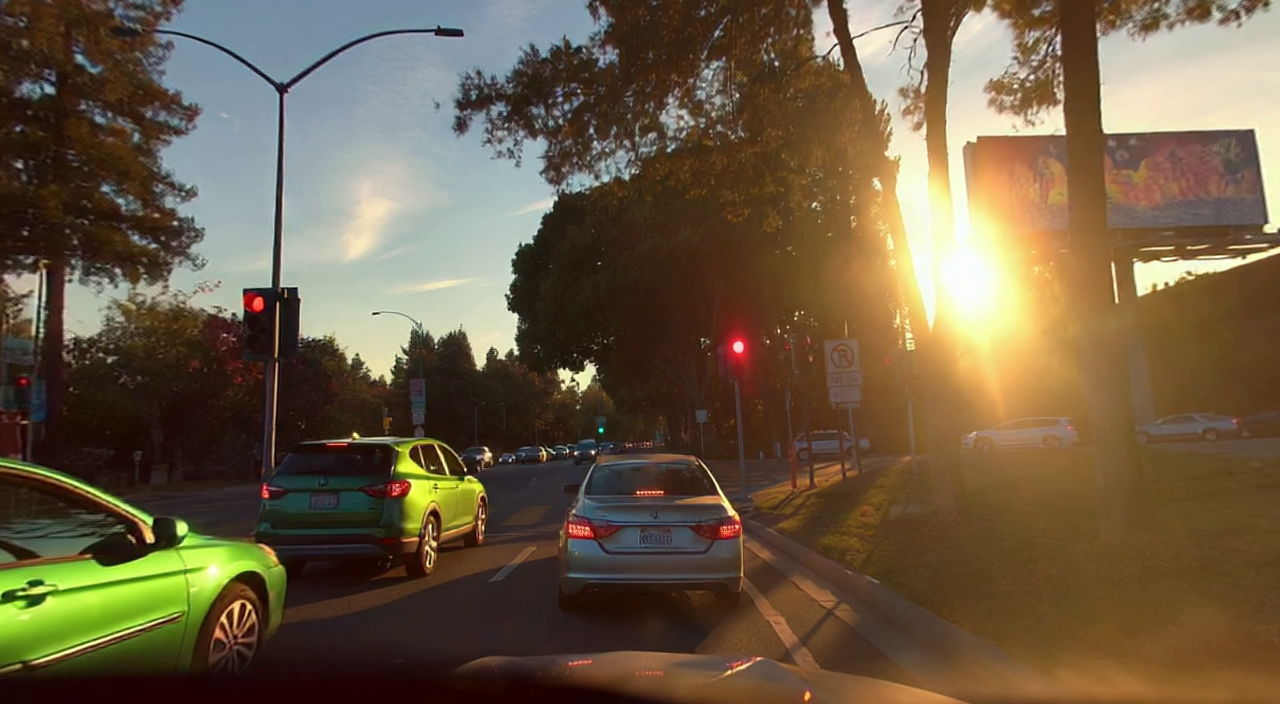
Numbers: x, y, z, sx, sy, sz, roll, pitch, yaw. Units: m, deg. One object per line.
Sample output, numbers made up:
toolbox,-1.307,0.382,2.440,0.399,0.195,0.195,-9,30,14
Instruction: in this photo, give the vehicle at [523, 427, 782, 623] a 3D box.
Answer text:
vehicle,0.031,1.591,6.625,1.977,1.467,3.474,0,-9,-2

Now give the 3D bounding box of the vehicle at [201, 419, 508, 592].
vehicle,-3.170,1.786,8.126,1.950,1.628,4.082,-1,-9,1

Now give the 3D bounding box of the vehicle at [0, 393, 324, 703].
vehicle,-3.146,0.951,2.410,1.808,1.520,3.846,-1,-9,1
